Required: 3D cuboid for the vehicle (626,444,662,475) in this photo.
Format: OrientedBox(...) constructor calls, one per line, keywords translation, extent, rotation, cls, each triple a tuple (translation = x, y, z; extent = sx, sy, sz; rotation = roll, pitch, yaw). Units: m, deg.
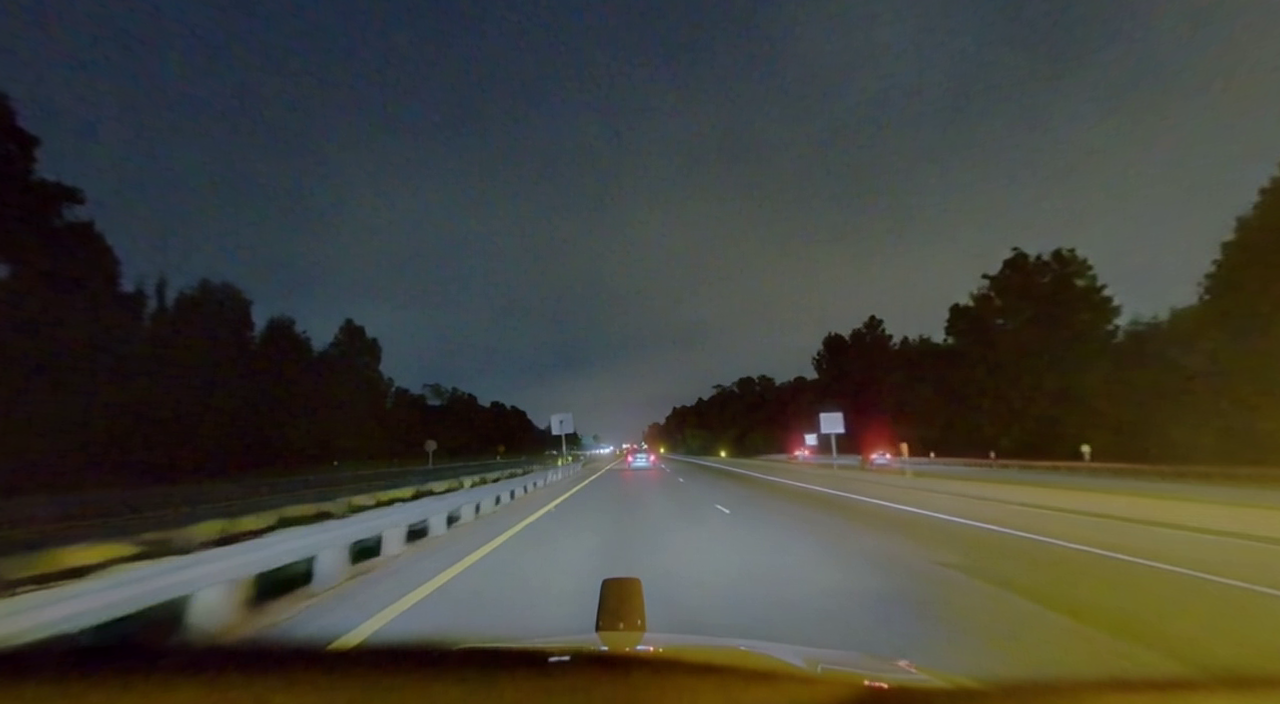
OrientedBox(translation=(0.216, 6.171, 36.253), extent=(1.987, 1.658, 3.620), rotation=(0, -9, 0), cls="vehicle")
